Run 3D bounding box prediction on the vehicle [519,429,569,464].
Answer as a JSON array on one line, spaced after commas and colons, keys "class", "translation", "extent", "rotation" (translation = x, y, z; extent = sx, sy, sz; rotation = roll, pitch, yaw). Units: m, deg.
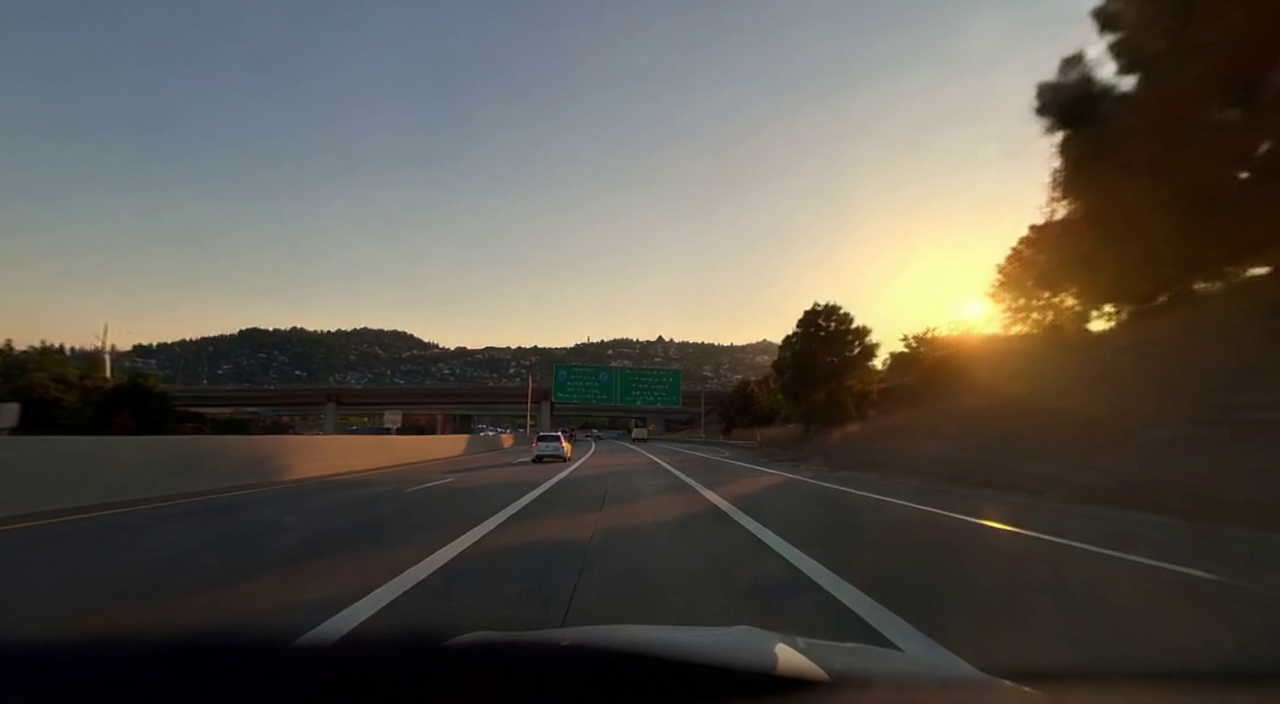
[{"class": "vehicle", "translation": [-4.578, 4.564, 30.456], "extent": [1.878, 1.548, 3.966], "rotation": [0, -8, -1]}]
